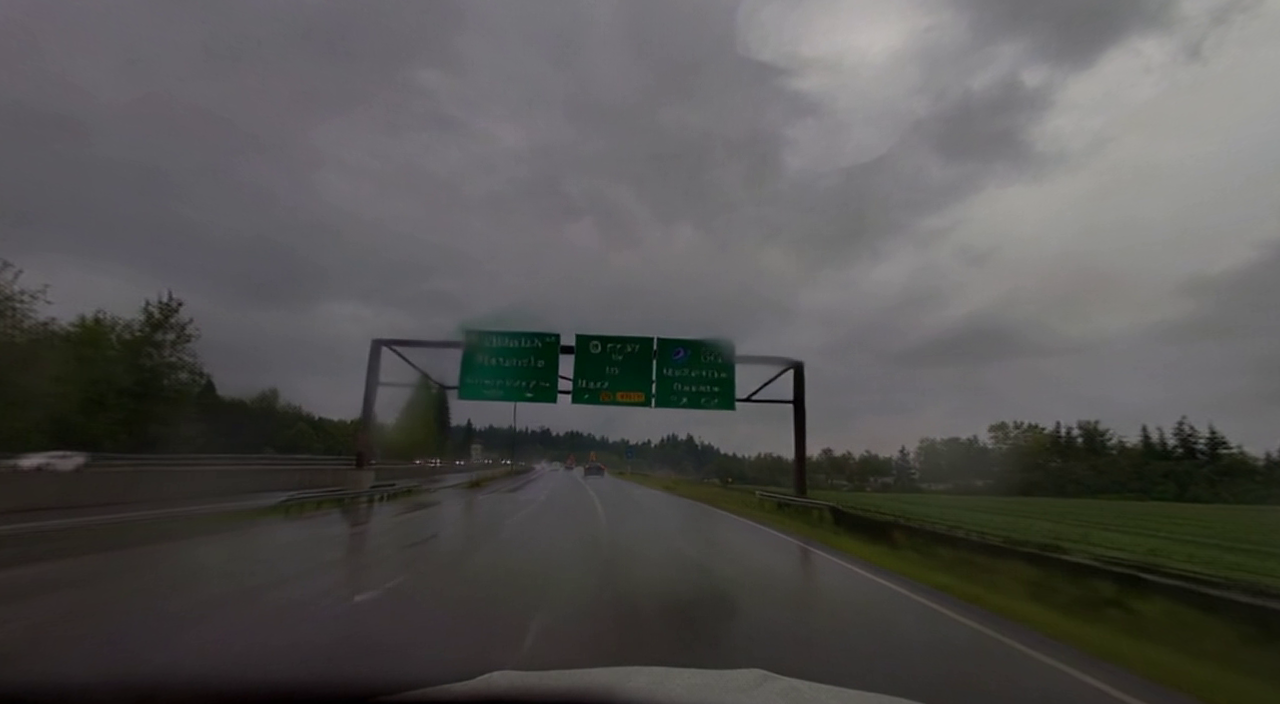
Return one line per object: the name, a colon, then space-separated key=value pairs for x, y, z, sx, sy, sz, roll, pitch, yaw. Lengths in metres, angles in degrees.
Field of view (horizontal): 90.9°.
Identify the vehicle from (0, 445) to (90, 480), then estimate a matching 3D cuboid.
vehicle: x=-31.763 y=5.791 z=32.911 sx=1.936 sy=1.701 sz=4.864 roll=2 pitch=-11 yaw=-6
